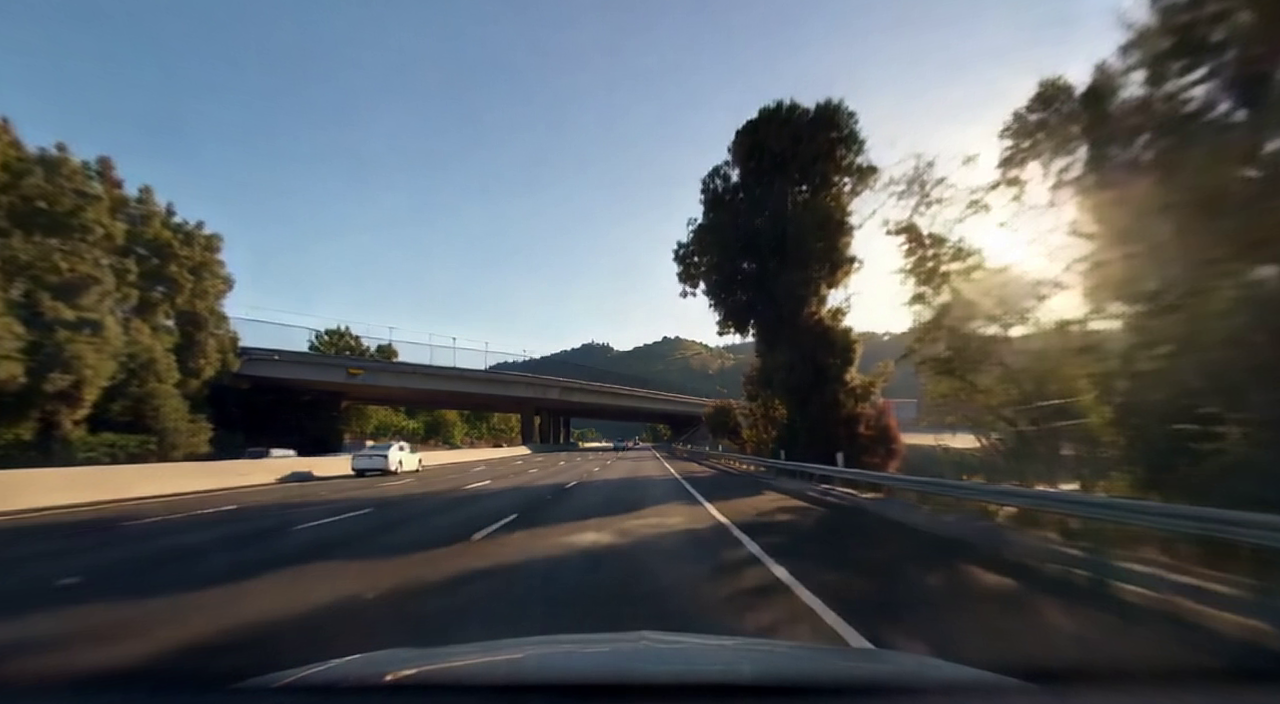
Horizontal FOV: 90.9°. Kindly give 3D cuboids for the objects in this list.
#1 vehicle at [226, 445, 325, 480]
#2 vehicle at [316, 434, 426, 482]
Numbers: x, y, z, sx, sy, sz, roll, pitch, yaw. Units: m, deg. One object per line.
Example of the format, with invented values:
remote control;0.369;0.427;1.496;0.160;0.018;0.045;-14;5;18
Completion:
vehicle;-16.755;5.067;29.292;1.894;1.461;4.442;0;-8;1
vehicle;-10.701;4.251;25.611;2.152;1.753;4.972;0;-8;1
